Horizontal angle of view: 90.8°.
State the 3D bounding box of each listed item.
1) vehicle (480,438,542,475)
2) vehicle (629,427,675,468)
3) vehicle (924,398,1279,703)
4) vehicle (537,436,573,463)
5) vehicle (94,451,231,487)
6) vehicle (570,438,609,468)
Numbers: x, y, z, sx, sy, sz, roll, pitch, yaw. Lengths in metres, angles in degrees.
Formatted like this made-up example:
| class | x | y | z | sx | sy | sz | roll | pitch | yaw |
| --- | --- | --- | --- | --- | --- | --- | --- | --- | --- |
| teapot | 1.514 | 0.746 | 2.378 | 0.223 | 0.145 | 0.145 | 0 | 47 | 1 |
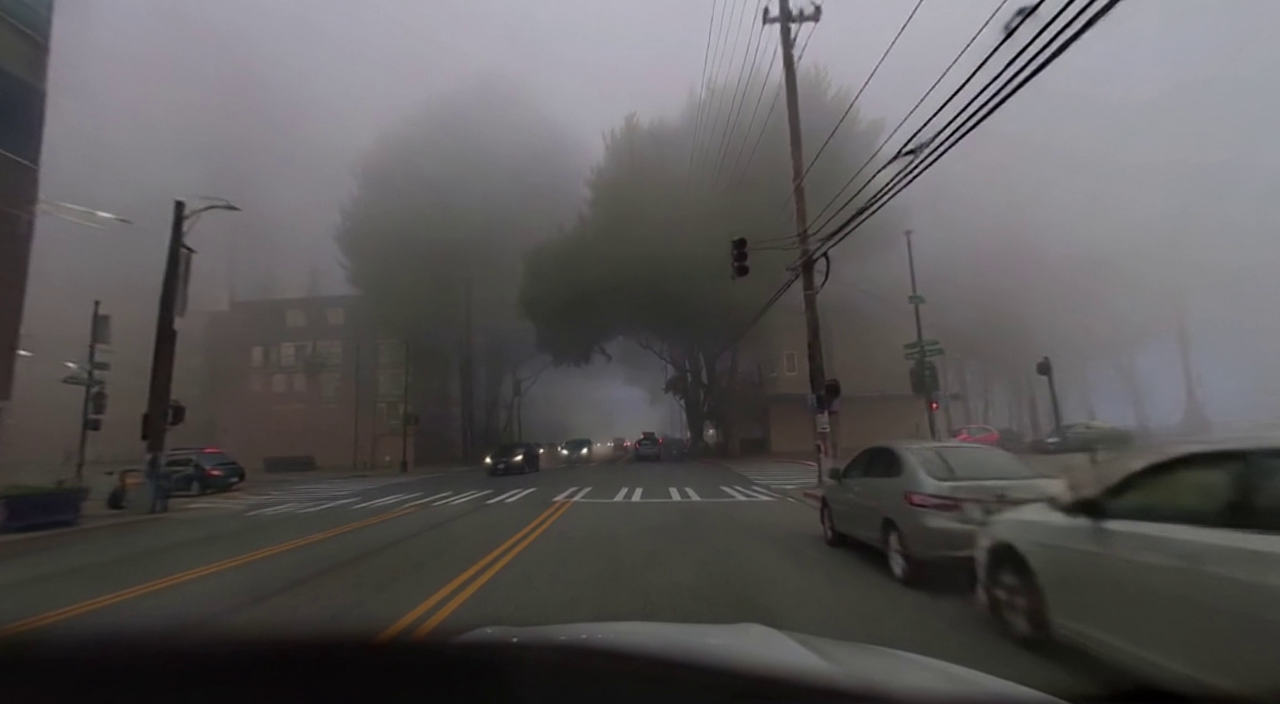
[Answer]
| class | x | y | z | sx | sy | sz | roll | pitch | yaw |
| --- | --- | --- | --- | --- | --- | --- | --- | --- | --- |
| vehicle | -6.014 | 4.895 | 30.016 | 2.089 | 1.578 | 4.571 | 0 | -8 | -1 |
| vehicle | 0.601 | 4.821 | 32.027 | 2.127 | 1.893 | 4.194 | 0 | -8 | 1 |
| vehicle | 3.357 | 0.996 | 2.783 | 1.897 | 1.522 | 5.028 | 0 | -8 | 0 |
| vehicle | -6.546 | 7.562 | 49.035 | 2.090 | 1.975 | 4.657 | 0 | -8 | 1 |
| vehicle | -20.967 | 5.130 | 27.882 | 4.477 | 1.439 | 1.966 | 0 | -8 | 1 |
| vehicle | -2.905 | 5.822 | 36.886 | 2.026 | 1.616 | 4.109 | 1 | -8 | -1 |
